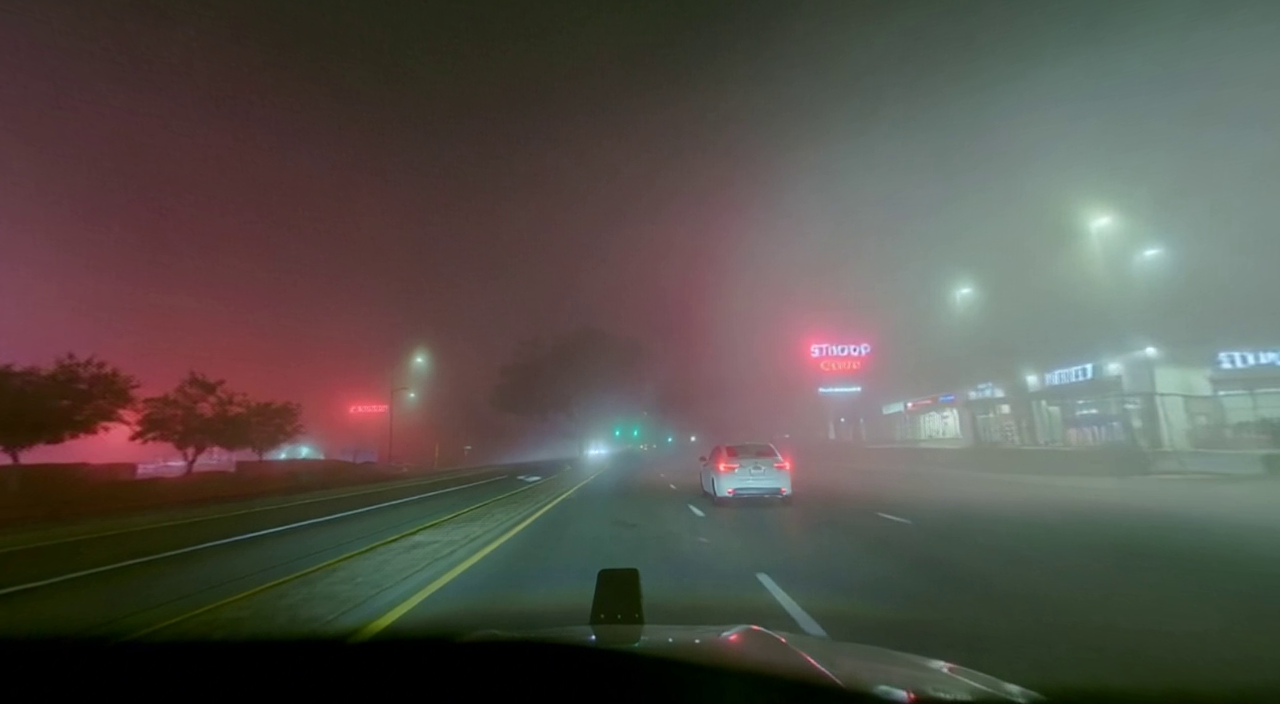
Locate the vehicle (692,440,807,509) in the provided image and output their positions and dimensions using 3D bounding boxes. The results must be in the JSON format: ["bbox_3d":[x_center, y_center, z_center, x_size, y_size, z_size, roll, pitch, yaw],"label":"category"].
[{"bbox_3d":[2.566,2.997,15.937,2.015,1.479,4.444,0,-9,-1],"label":"vehicle"}]
